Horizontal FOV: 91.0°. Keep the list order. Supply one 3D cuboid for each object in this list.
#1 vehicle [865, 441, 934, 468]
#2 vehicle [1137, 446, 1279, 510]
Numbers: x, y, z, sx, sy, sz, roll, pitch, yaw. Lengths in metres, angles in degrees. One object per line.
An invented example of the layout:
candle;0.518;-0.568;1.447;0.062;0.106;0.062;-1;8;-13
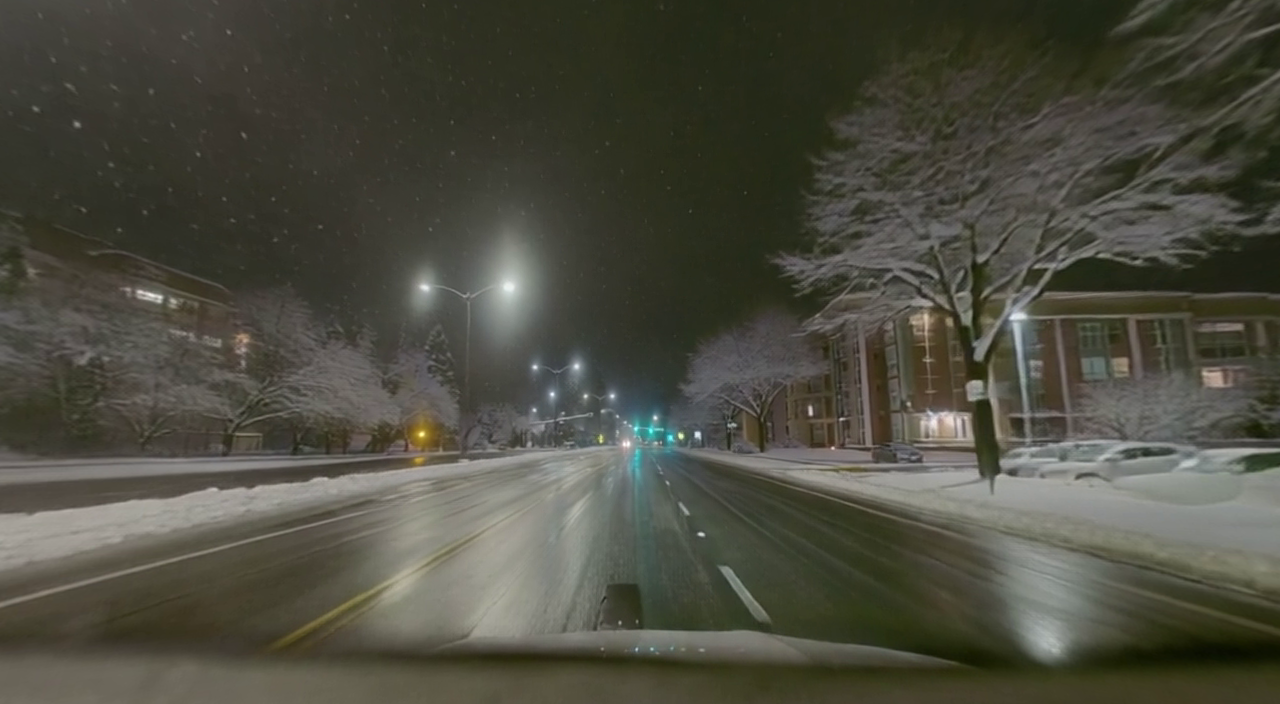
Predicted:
vehicle;15.266;6.041;37.330;1.931;1.475;4.671;0;-9;-3
vehicle;14.997;3.026;15.443;3.938;1.427;1.989;0;-9;-3
